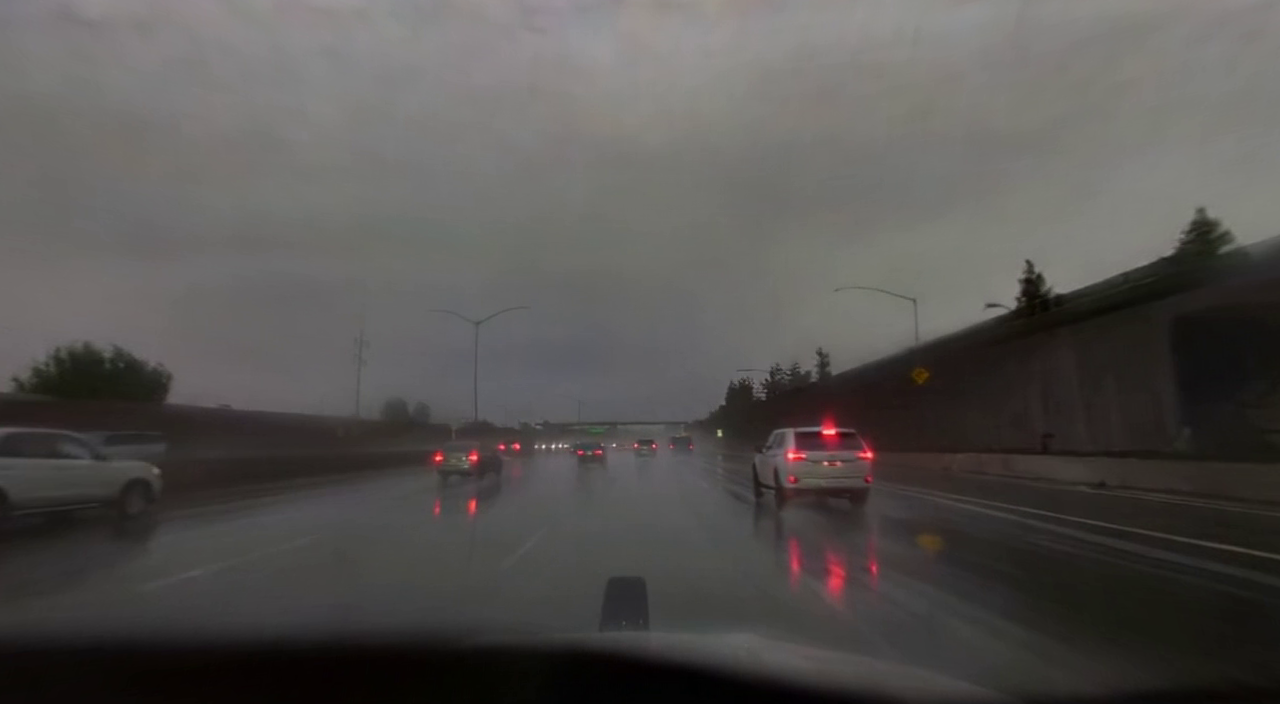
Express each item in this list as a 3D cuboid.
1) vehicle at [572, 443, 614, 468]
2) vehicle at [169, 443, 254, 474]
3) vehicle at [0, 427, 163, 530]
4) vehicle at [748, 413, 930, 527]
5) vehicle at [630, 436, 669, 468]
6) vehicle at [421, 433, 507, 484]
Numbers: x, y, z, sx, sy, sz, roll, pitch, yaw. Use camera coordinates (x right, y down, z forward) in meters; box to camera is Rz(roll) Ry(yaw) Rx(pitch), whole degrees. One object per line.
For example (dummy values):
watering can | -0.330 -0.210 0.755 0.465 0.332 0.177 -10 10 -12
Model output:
vehicle | -2.794 6.291 38.589 2.205 1.406 4.286 0 -8 1
vehicle | -23.278 5.772 34.459 1.717 1.566 4.303 0 -8 -2
vehicle | -11.724 2.259 11.506 2.076 1.701 5.093 0 -8 0
vehicle | 3.641 2.259 12.639 2.083 1.823 4.627 0 -8 -1
vehicle | 0.565 5.706 36.184 2.133 1.739 3.925 0 -8 2
vehicle | -6.365 3.898 23.321 1.946 1.688 4.019 0 -8 1
